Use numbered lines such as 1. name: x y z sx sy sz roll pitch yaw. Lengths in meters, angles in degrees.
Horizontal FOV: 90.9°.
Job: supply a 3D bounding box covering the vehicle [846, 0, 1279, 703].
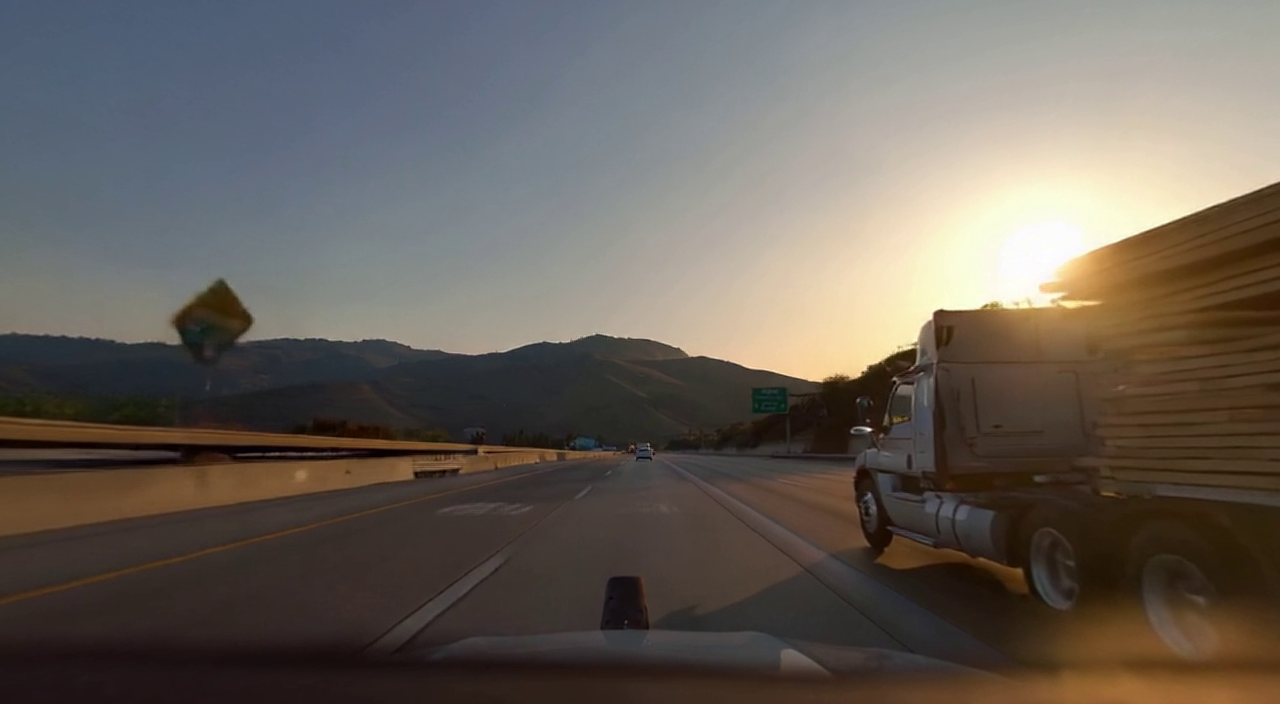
1. vehicle: 3.916 0.093 1.426 3.326 3.089 10.642 0 -9 0
